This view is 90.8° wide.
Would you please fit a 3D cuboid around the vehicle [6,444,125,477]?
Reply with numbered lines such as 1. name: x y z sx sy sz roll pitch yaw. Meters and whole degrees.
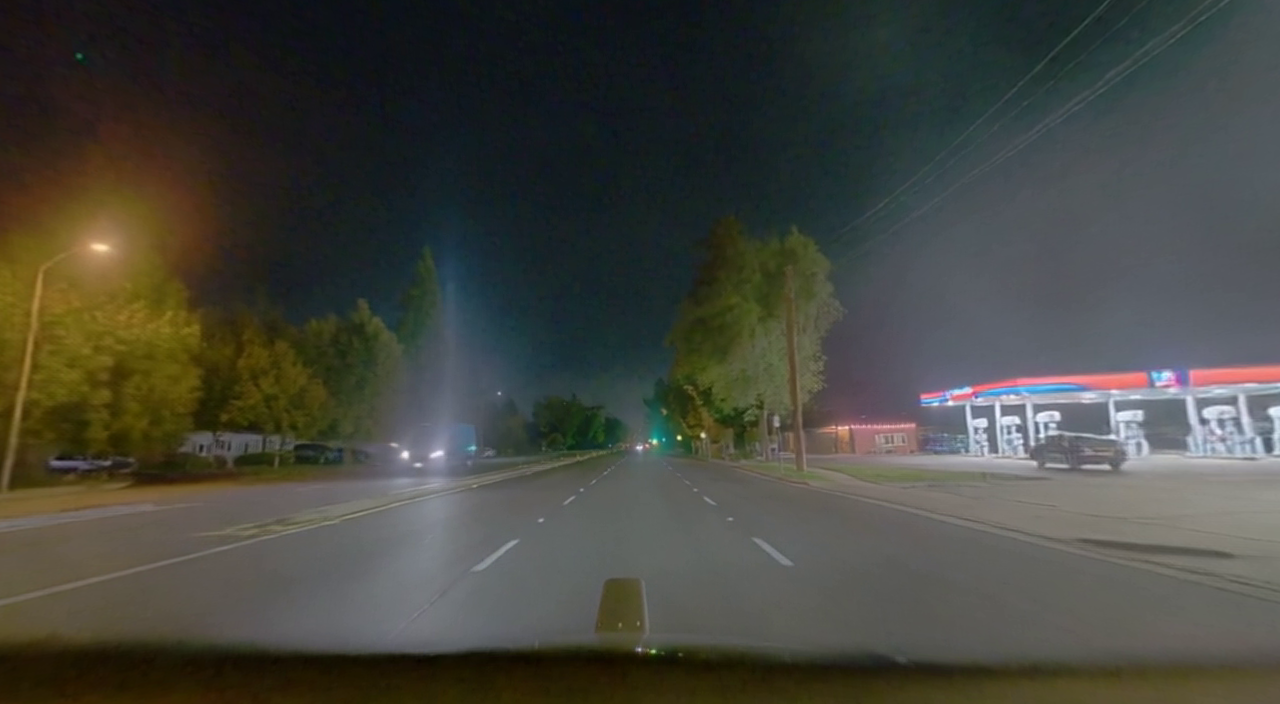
1. vehicle: -30.926 5.812 34.106 4.290 1.701 2.002 0 -8 -4

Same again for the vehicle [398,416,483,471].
1. vehicle: -12.195 5.684 39.282 2.931 3.122 6.555 0 -8 1

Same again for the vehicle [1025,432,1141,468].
1. vehicle: 19.316 4.293 27.825 1.994 1.452 4.227 0 -8 0
